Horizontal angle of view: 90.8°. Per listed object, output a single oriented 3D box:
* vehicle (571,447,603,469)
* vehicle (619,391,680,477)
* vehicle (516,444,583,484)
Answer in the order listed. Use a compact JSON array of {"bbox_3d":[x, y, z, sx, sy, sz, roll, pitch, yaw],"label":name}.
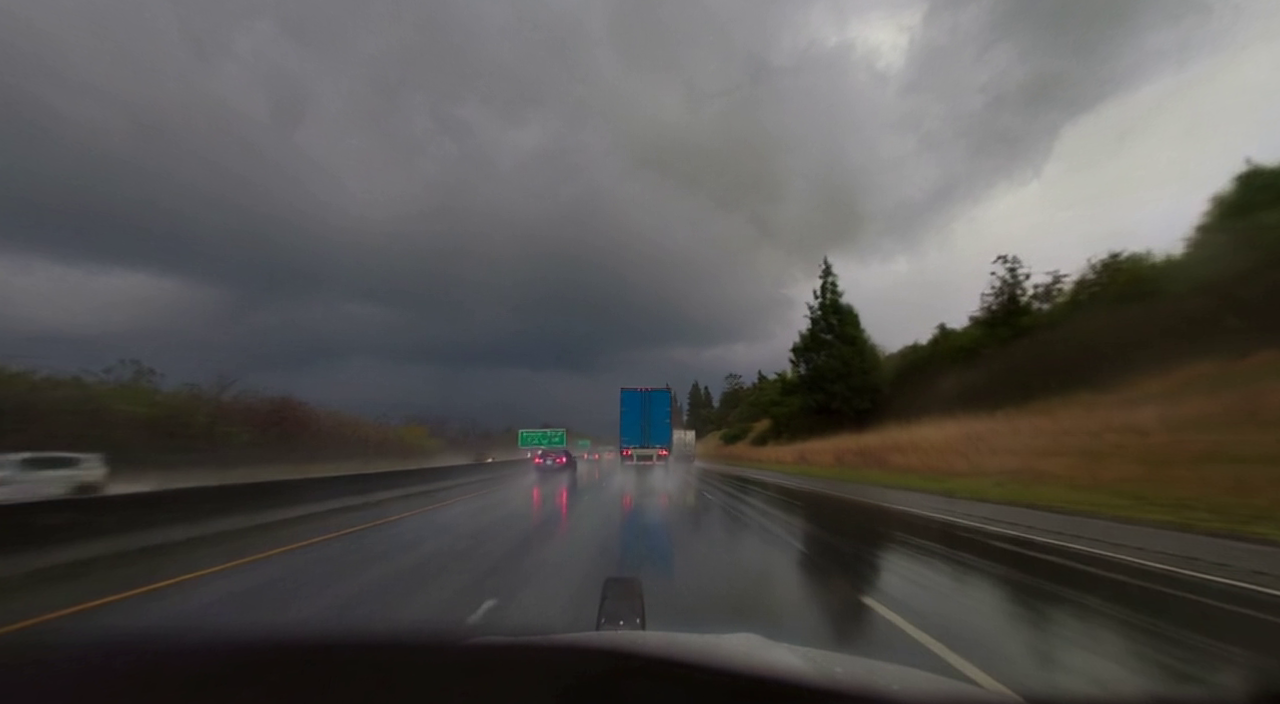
[{"bbox_3d":[-3.770,7.638,45.614,2.051,1.537,4.111,0,-9,-1],"label":"vehicle"},{"bbox_3d":[0.374,4.748,35.686,2.919,4.048,11.010,0,-9,-1],"label":"vehicle"},{"bbox_3d":[-3.663,4.631,26.370,2.053,1.489,4.740,0,-9,0],"label":"vehicle"}]
